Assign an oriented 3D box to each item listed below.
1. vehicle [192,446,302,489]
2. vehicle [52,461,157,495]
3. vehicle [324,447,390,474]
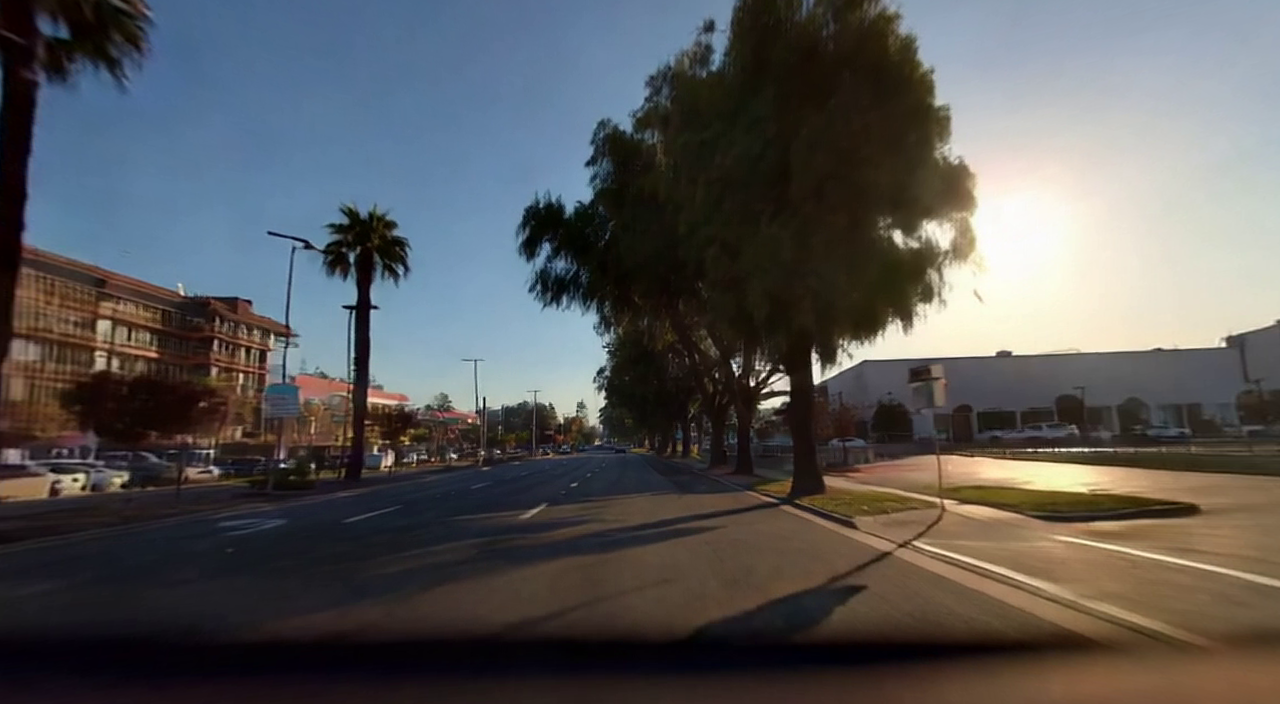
[{"bbox_3d":[-16.851,4.939,27.402,2.019,1.694,4.401,0,-9,-1],"label":"vehicle"},{"bbox_3d":[-27.266,6.391,32.370,1.771,1.494,4.088,0,-9,-1],"label":"vehicle"},{"bbox_3d":[-20.640,7.931,46.430,2.226,1.860,5.857,0,-9,-1],"label":"vehicle"}]
